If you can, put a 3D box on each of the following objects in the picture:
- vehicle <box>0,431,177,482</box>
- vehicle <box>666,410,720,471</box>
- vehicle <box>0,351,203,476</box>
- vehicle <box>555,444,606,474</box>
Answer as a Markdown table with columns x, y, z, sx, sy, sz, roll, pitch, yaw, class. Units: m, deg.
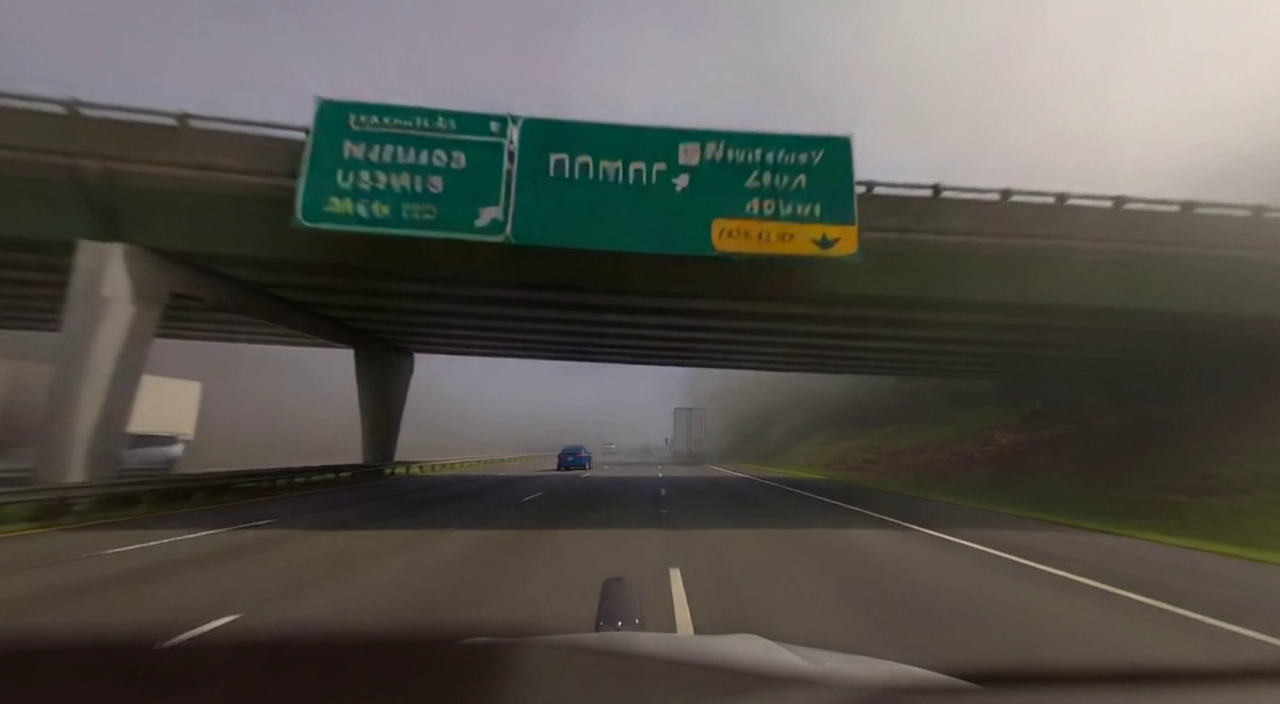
| x | y | z | sx | sy | sz | roll | pitch | yaw | class |
| --- | --- | --- | --- | --- | --- | --- | --- | --- | --- |
| -17.734 | 3.392 | 20.618 | 1.788 | 1.461 | 4.321 | 0 | -9 | 2 | vehicle |
| 3.656 | 6.591 | 46.601 | 2.943 | 3.830 | 12.409 | 0 | -9 | 0 | vehicle |
| -22.028 | 2.262 | 22.043 | 2.907 | 3.988 | 14.319 | -1 | -9 | 2 | vehicle |
| -3.074 | 5.636 | 33.471 | 2.038 | 1.489 | 4.603 | -1 | -9 | 3 | vehicle |
